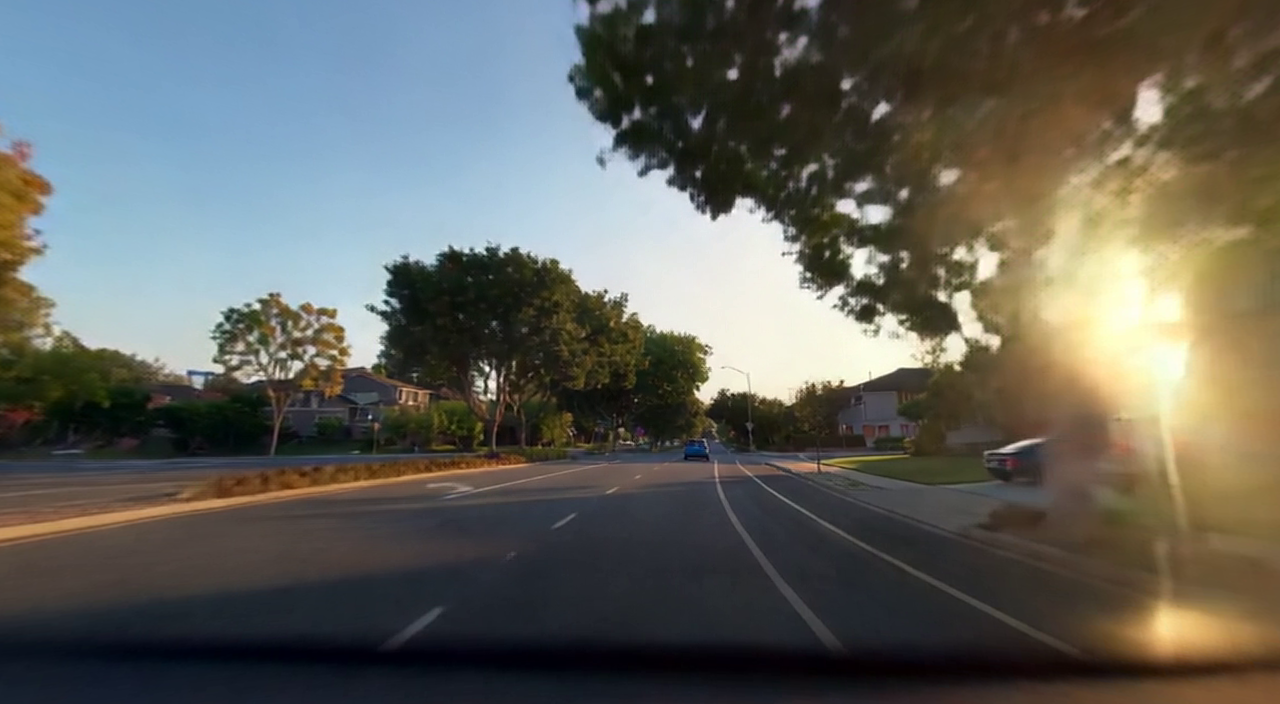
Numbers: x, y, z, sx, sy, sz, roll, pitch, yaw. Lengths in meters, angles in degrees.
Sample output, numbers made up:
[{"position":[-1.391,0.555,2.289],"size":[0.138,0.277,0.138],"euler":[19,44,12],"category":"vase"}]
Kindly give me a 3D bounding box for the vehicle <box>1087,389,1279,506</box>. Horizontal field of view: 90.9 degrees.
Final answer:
[{"position":[11.929,1.841,12.226],"size":[4.672,2.044,2.248],"euler":[-1,-8,4],"category":"vehicle"}]

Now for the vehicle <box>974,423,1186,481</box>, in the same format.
[{"position":[12.453,2.863,18.144],"size":[4.544,1.535,1.921],"euler":[-1,-8,5],"category":"vehicle"}]
